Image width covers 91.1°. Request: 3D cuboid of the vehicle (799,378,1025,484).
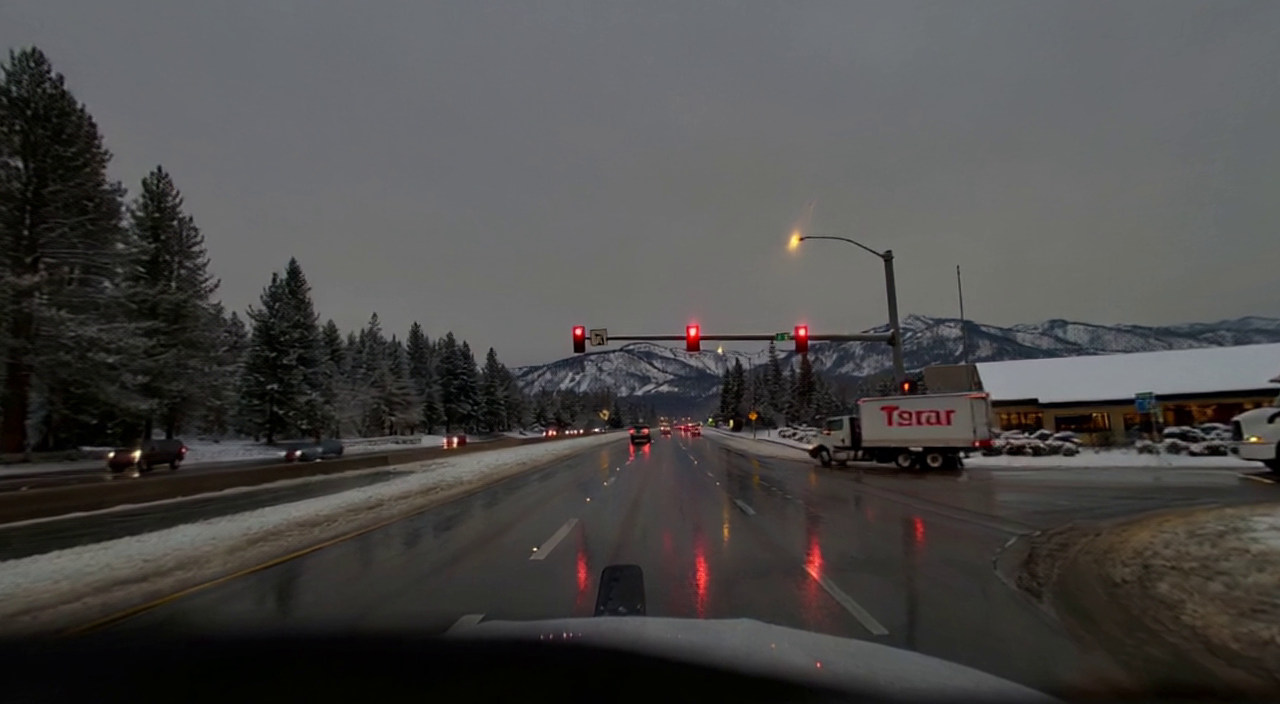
[{"bbox_3d":[10.118,3.050,23.809,7.088,3.414,3.237,-6,-11,37],"label":"vehicle"}]
